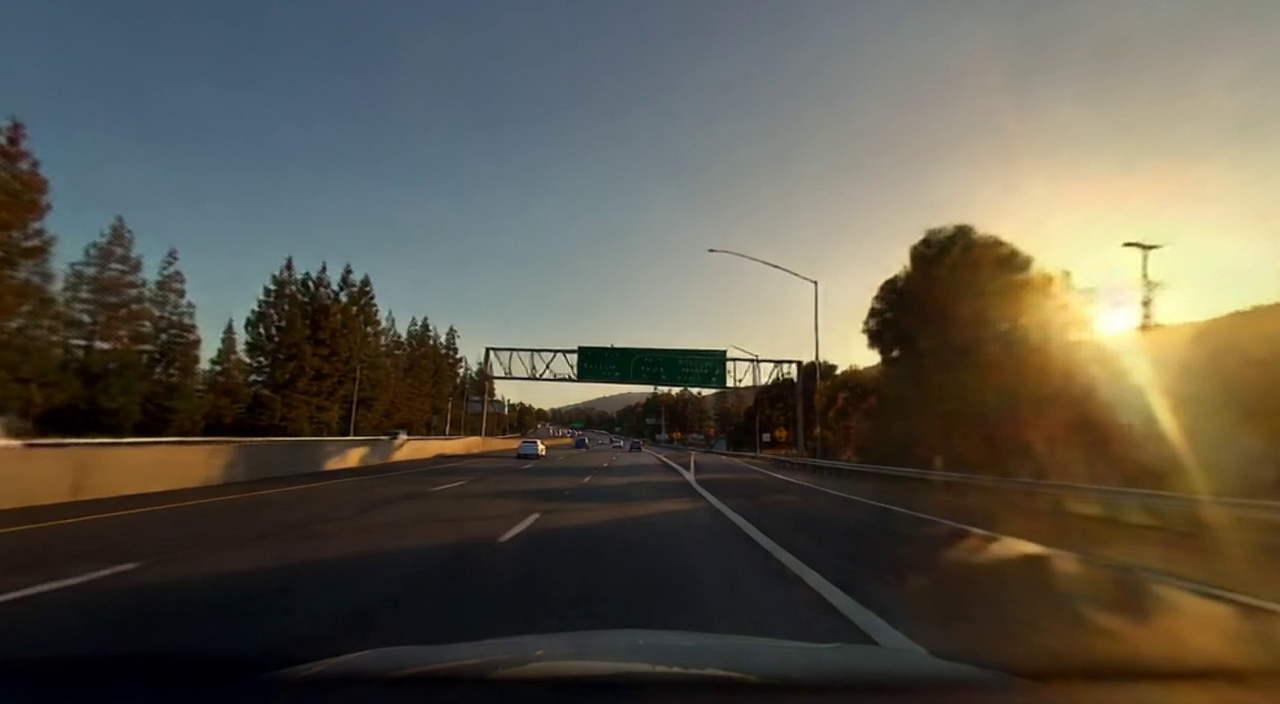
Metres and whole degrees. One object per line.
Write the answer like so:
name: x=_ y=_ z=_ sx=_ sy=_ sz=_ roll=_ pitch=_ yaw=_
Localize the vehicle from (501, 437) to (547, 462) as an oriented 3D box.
vehicle: x=-7.393 y=6.265 z=40.510 sx=2.025 sy=1.494 sz=4.495 roll=0 pitch=-8 yaw=1
